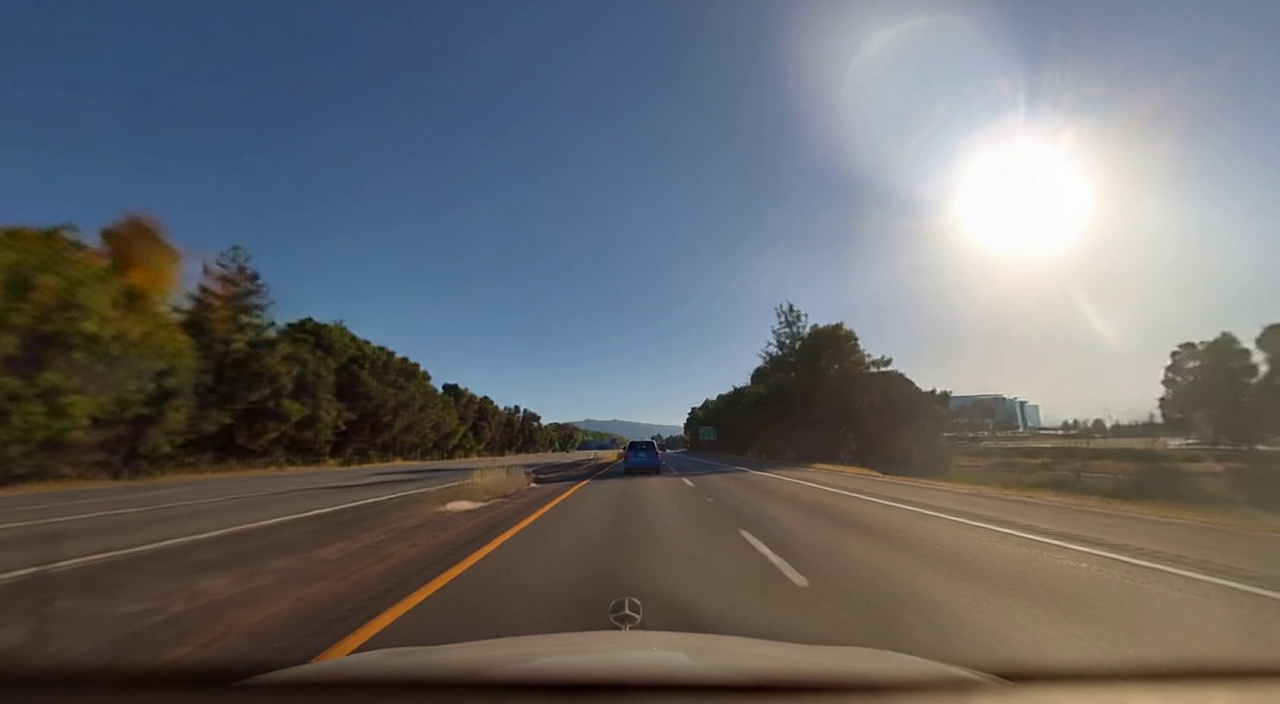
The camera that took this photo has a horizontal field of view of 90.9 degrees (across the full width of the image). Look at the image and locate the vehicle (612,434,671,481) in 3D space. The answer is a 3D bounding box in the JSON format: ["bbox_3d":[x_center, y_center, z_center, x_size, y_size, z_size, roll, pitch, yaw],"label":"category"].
[{"bbox_3d":[0.065,4.230,25.472,2.190,1.706,4.062,0,-9,0],"label":"vehicle"}]
